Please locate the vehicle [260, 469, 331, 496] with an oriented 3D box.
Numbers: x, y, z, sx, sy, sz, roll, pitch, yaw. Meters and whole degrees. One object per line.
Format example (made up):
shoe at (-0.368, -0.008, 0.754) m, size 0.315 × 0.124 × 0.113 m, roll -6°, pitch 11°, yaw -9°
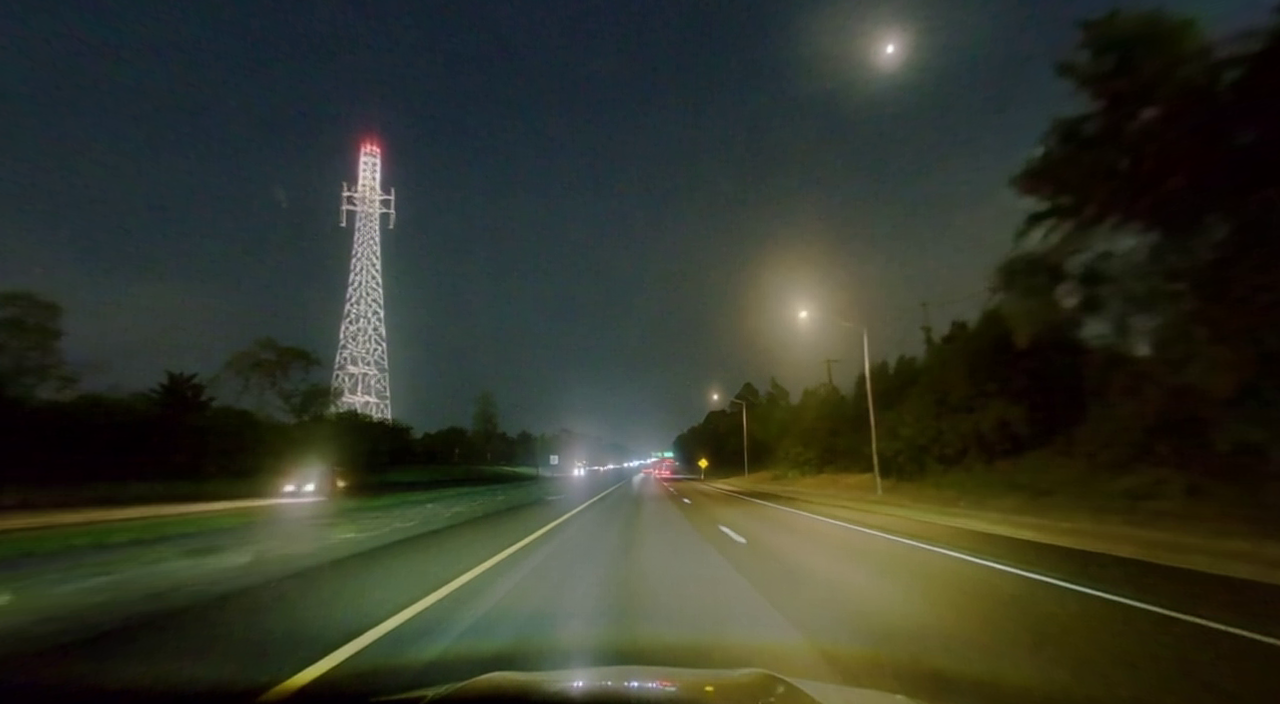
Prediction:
vehicle at (-19.672, 7.440, 36.042) m, size 1.791 × 1.430 × 3.800 m, roll 1°, pitch -10°, yaw 1°
